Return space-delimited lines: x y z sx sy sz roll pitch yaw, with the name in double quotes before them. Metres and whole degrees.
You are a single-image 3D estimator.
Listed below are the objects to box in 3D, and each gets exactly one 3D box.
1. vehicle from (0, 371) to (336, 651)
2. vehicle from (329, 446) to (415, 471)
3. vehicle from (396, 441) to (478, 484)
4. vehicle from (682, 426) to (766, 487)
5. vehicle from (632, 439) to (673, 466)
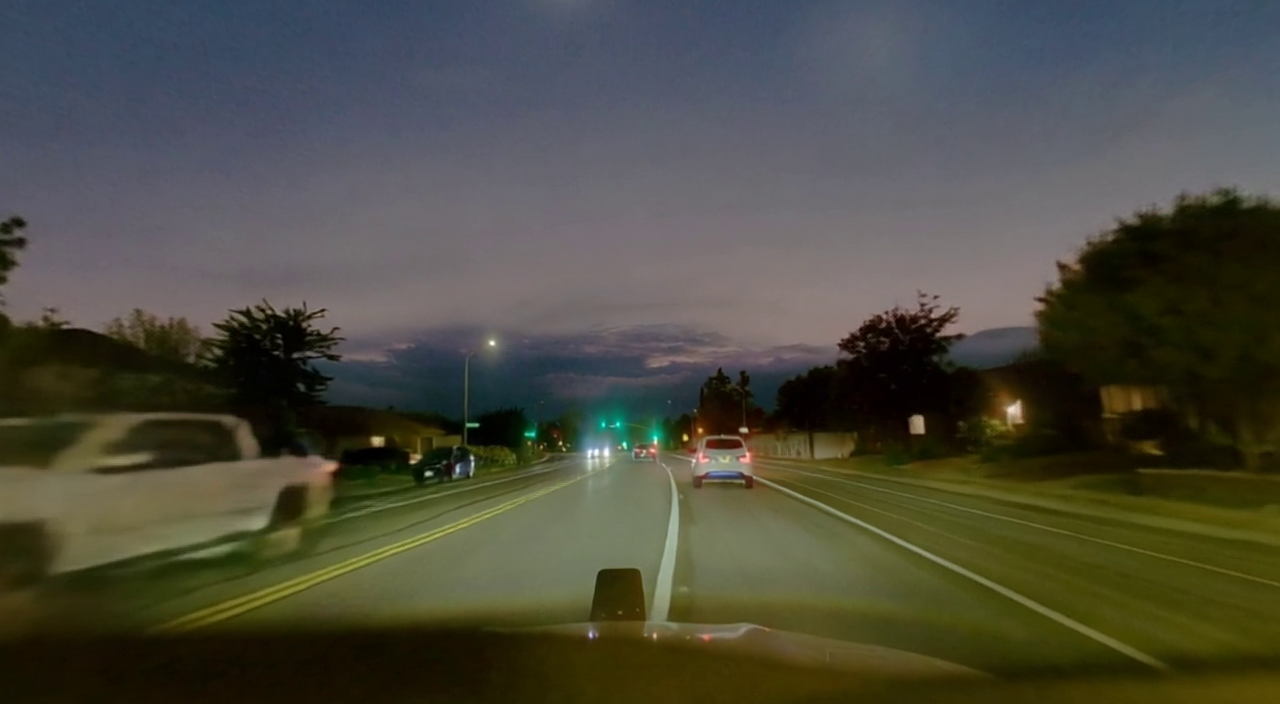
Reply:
"vehicle" -5.389 1.371 6.196 2.146 1.912 4.878 -1 -8 3
"vehicle" -16.671 6.628 39.390 4.514 1.523 1.860 0 -8 2
"vehicle" -9.230 5.058 29.186 2.188 1.813 4.478 0 -8 1
"vehicle" 2.586 3.376 20.681 2.200 1.763 4.676 0 -8 1
"vehicle" 0.641 5.695 35.842 2.196 1.449 4.006 0 -8 -1
